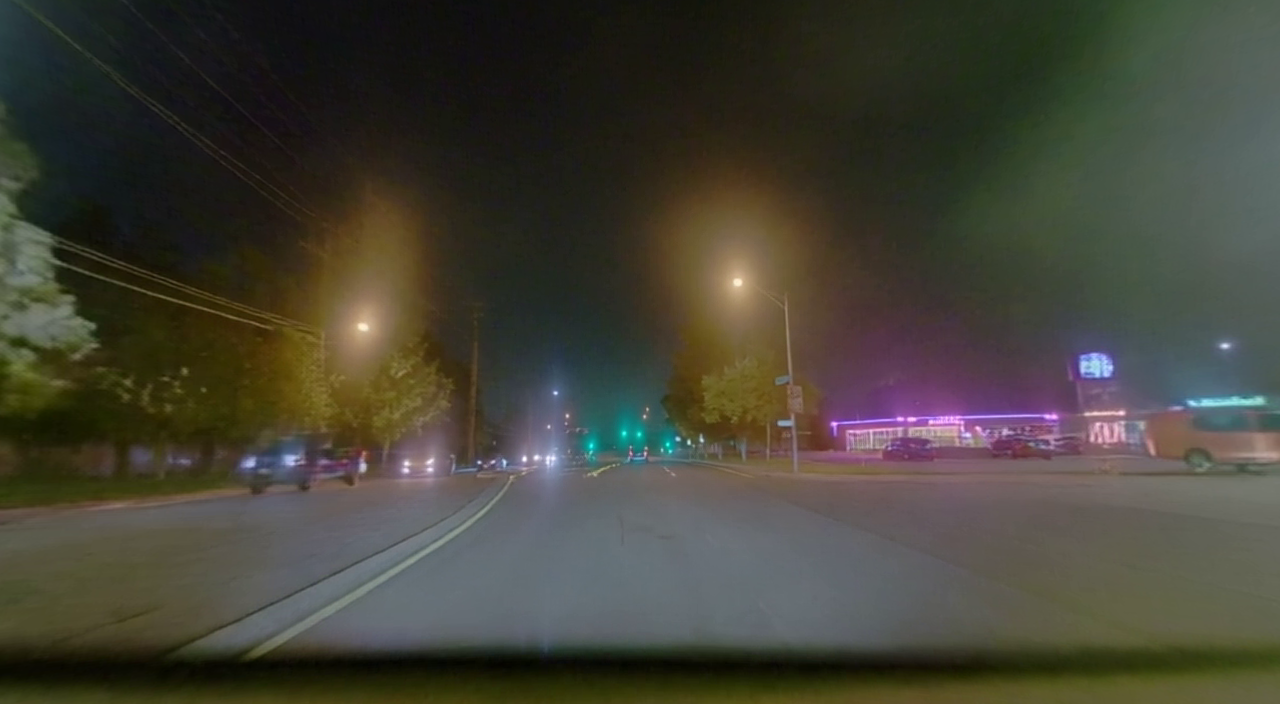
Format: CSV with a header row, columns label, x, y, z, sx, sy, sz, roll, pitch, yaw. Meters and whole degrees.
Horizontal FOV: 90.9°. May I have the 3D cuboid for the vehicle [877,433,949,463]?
label,x,y,z,sx,sy,sz,roll,pitch,yaw
vehicle,16.996,6.052,39.593,2.021,1.753,4.941,0,-9,-4

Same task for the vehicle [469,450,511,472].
label,x,y,z,sx,sy,sz,roll,pitch,yaw
vehicle,-10.847,7.901,45.914,1.873,1.516,4.339,0,-8,1

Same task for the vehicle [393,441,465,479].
label,x,y,z,sx,sy,sz,roll,pitch,yaw
vehicle,-10.726,5.490,32.381,2.000,1.817,4.624,0,-8,1

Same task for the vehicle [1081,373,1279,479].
label,x,y,z,sx,sy,sz,roll,pitch,yaw
vehicle,19.047,2.318,19.533,8.462,3.012,2.906,0,-8,0

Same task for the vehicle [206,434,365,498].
label,x,y,z,sx,sy,sz,roll,pitch,yaw
vehicle,-10.743,3.471,19.646,2.189,1.747,4.651,0,-8,1

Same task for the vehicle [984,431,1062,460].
label,x,y,z,sx,sy,sz,roll,pitch,yaw
vehicle,24.268,5.989,40.198,1.996,1.723,4.576,0,-10,-1
